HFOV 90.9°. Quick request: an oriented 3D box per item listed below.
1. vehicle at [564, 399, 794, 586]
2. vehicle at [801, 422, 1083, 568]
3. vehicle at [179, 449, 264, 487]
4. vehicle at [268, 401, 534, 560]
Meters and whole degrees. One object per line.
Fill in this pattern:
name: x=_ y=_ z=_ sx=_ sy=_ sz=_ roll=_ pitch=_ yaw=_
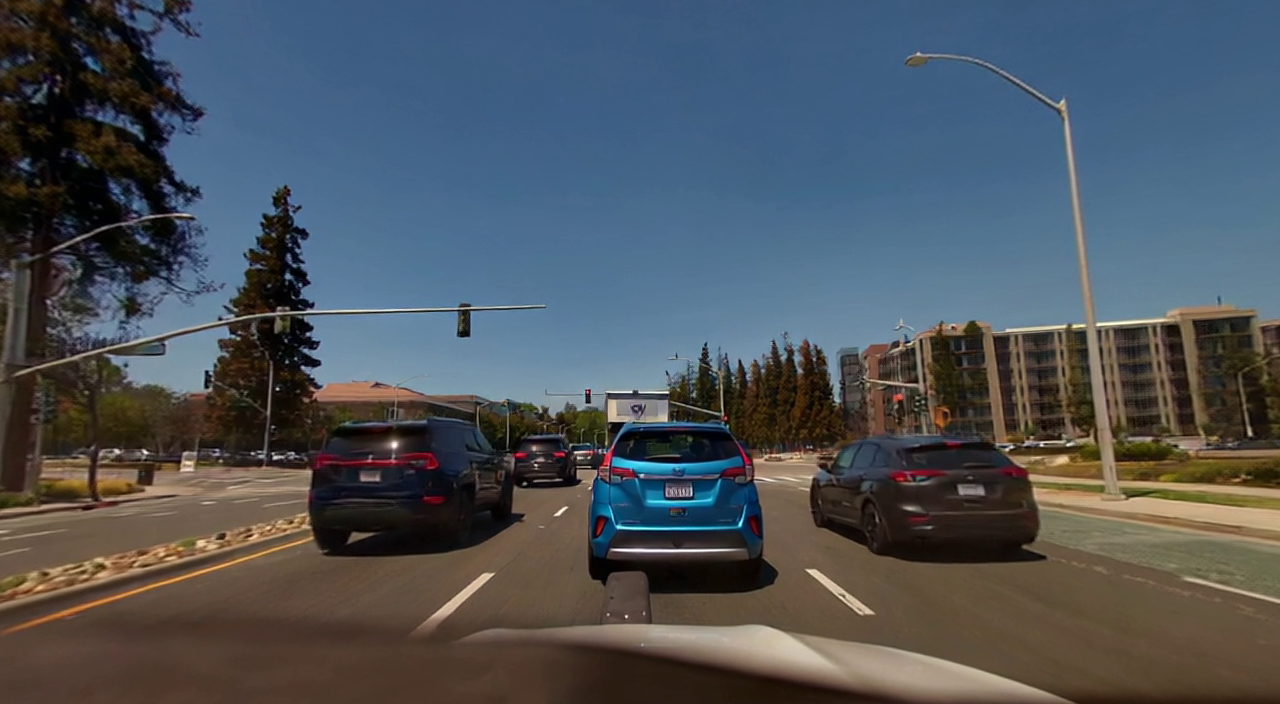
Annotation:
vehicle: x=0.376 y=1.661 z=8.229 sx=2.172 sy=1.764 sz=4.338 roll=0 pitch=-8 yaw=0
vehicle: x=3.858 y=1.877 z=9.011 sx=1.954 sy=1.592 sz=3.992 roll=0 pitch=-8 yaw=-1
vehicle: x=-20.001 y=5.483 z=30.068 sx=4.395 sy=1.636 sz=1.926 roll=-7 pitch=-11 yaw=37
vehicle: x=-3.181 y=1.849 z=9.784 sx=2.209 sy=1.828 sz=4.847 roll=0 pitch=-9 yaw=0
